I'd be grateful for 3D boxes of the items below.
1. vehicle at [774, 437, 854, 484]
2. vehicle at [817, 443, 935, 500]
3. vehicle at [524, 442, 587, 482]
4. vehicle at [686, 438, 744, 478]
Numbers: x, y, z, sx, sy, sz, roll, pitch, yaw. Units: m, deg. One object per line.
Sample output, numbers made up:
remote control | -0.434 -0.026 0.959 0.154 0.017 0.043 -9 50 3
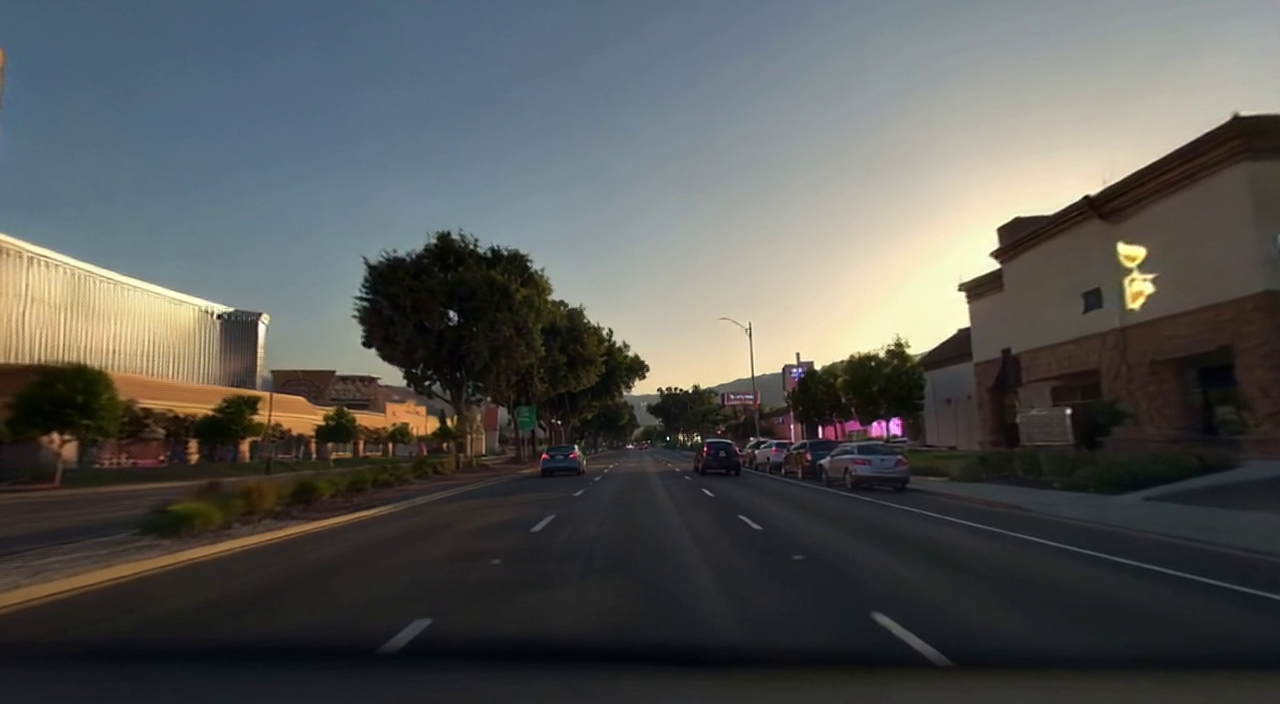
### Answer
vehicle | 6.997 4.385 25.792 2.039 1.749 4.193 0 -8 -1
vehicle | 6.918 3.515 19.054 1.876 1.478 4.670 0 -8 1
vehicle | -3.374 4.492 25.982 2.005 1.477 4.169 0 -8 0
vehicle | 3.483 4.987 29.998 2.083 1.743 4.354 0 -8 -2
